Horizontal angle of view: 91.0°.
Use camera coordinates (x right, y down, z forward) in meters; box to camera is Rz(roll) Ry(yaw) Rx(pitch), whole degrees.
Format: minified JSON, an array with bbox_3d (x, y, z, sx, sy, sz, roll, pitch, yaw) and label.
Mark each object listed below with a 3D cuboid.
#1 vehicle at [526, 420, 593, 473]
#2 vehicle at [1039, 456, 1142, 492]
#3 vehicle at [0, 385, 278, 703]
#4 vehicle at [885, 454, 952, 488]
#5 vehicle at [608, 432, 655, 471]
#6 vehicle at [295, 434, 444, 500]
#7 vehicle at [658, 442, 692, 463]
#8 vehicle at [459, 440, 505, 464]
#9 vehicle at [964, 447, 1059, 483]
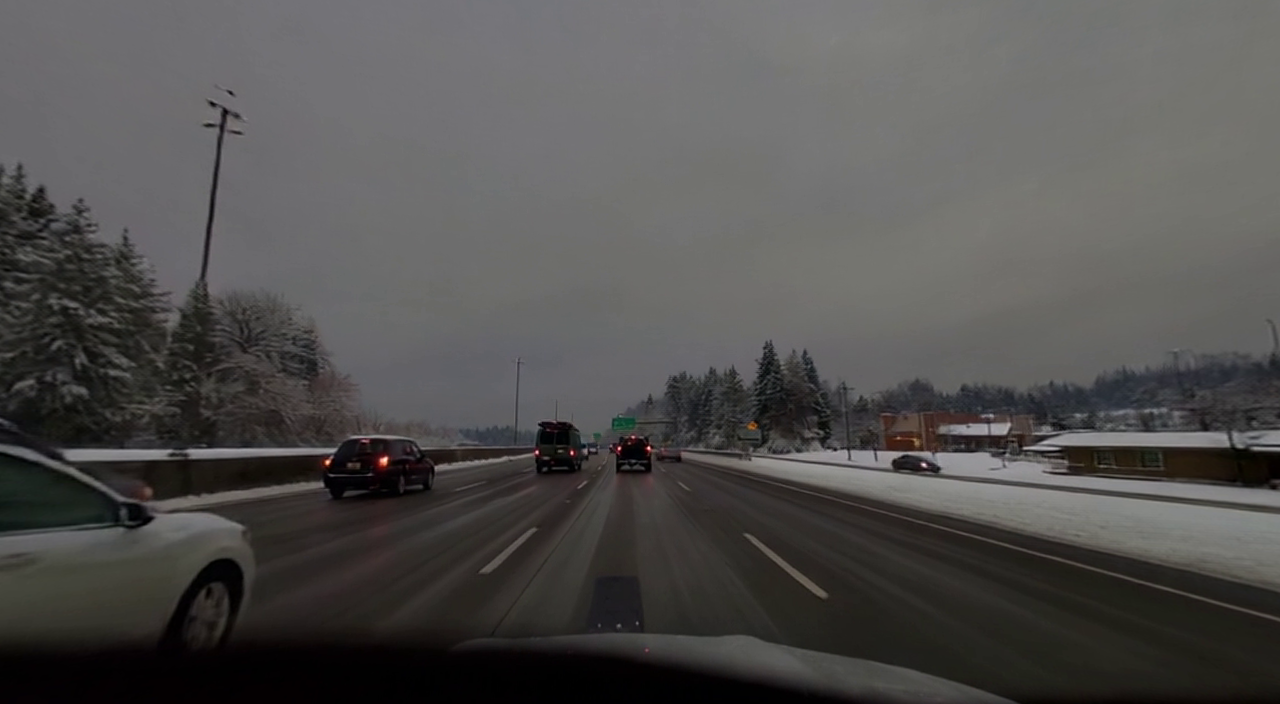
[{"bbox_3d":[-3.749,4.592,30.620,2.504,2.276,5.933,0,-9,0],"label":"vehicle"},{"bbox_3d":[21.061,5.686,29.629,1.789,1.531,3.983,0,-9,-2],"label":"vehicle"},{"bbox_3d":[-3.287,0.808,1.797,1.963,1.507,4.172,0,-9,1],"label":"vehicle"},{"bbox_3d":[14.142,6.037,32.168,1.810,1.391,3.473,4,-8,0],"label":"vehicle"},{"bbox_3d":[-0.429,5.015,31.694,2.207,1.807,4.199,0,-9,0],"label":"vehicle"},{"bbox_3d":[-6.933,2.988,16.794,1.959,1.493,4.575,0,-9,0],"label":"vehicle"},{"bbox_3d":[2.557,7.512,47.072,2.127,1.513,4.501,0,-9,-2],"label":"vehicle"},{"bbox_3d":[-10.912,6.957,43.835,2.014,1.549,4.957,0,-9,-1],"label":"vehicle"},{"bbox_3d":[20.985,6.378,35.909,2.083,1.873,5.209,0,-9,-1],"label":"vehicle"}]
